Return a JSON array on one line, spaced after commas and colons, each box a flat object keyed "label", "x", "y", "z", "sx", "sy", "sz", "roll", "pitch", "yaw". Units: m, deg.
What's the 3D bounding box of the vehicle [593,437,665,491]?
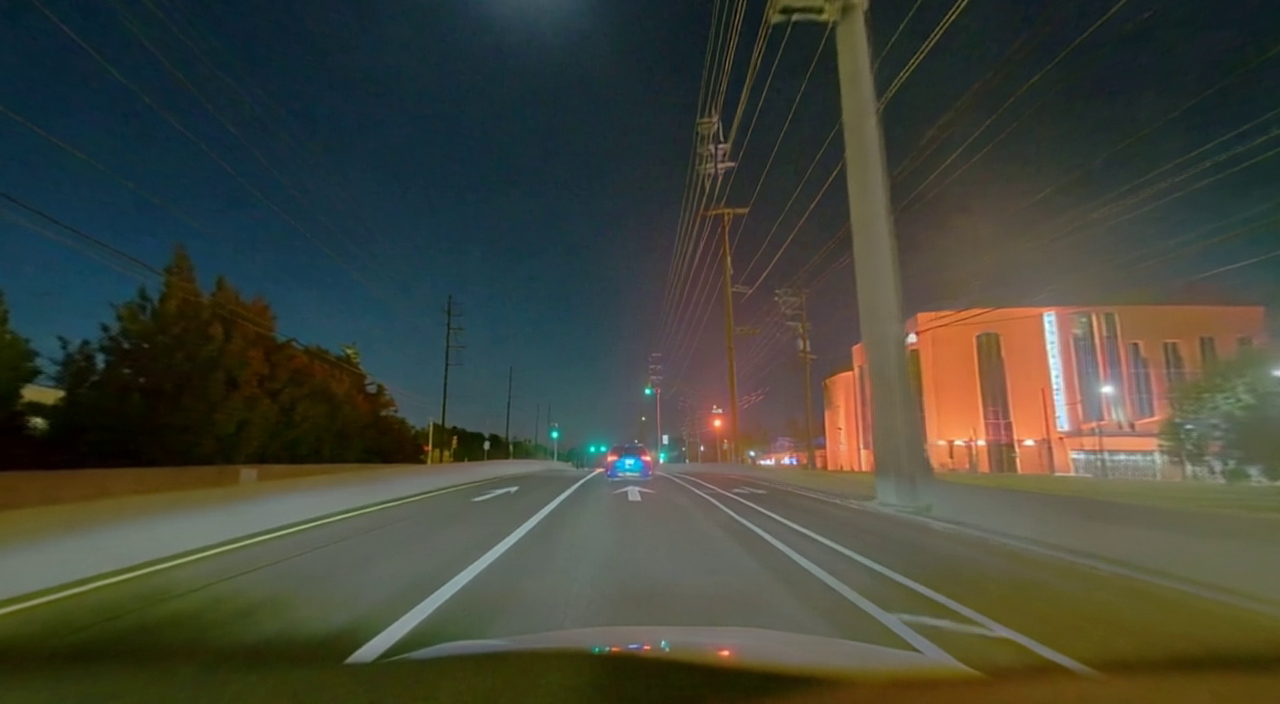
[{"label": "vehicle", "x": -0.382, "y": 3.561, "z": 20.464, "sx": 2.123, "sy": 1.566, "sz": 3.662, "roll": 0, "pitch": -8, "yaw": -2}]
